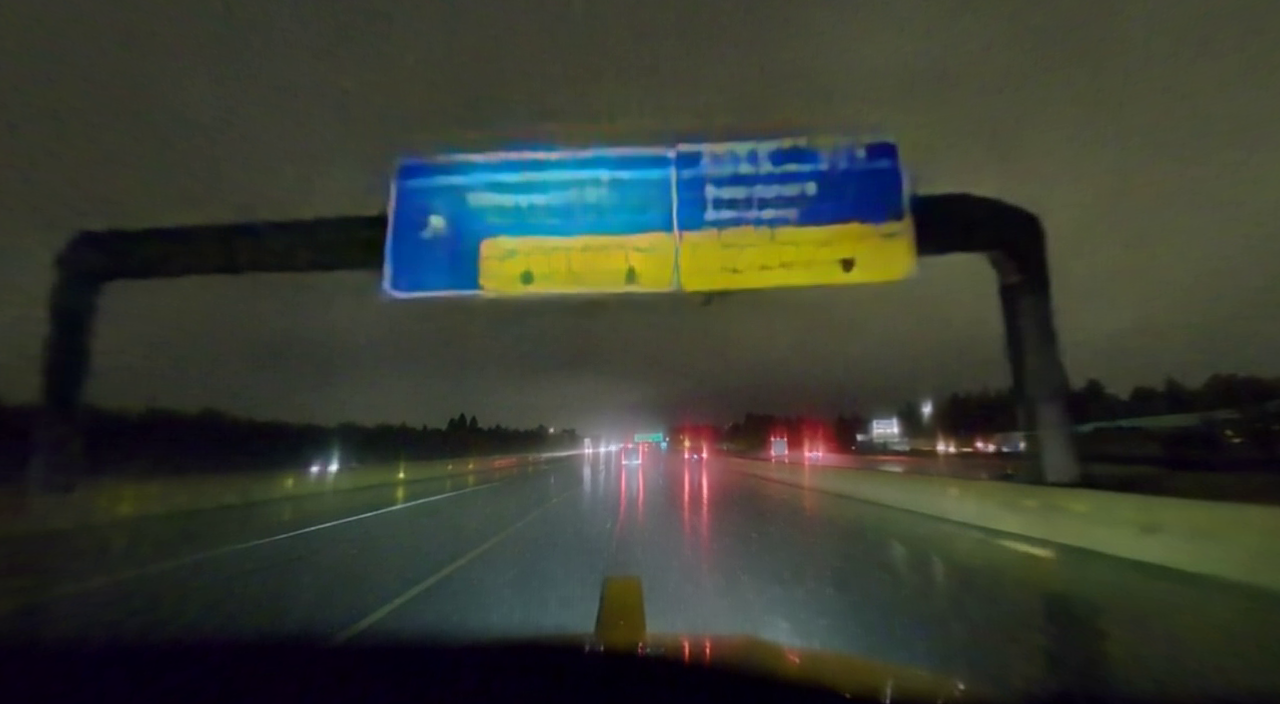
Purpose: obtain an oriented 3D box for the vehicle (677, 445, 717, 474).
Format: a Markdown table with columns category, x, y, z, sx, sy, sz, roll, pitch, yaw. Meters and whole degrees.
| category | x | y | z | sx | sy | sz | roll | pitch | yaw |
| --- | --- | --- | --- | --- | --- | --- | --- | --- | --- |
| vehicle | 3.617 | 6.935 | 41.073 | 2.133 | 1.746 | 4.511 | 0 | -9 | -1 |
